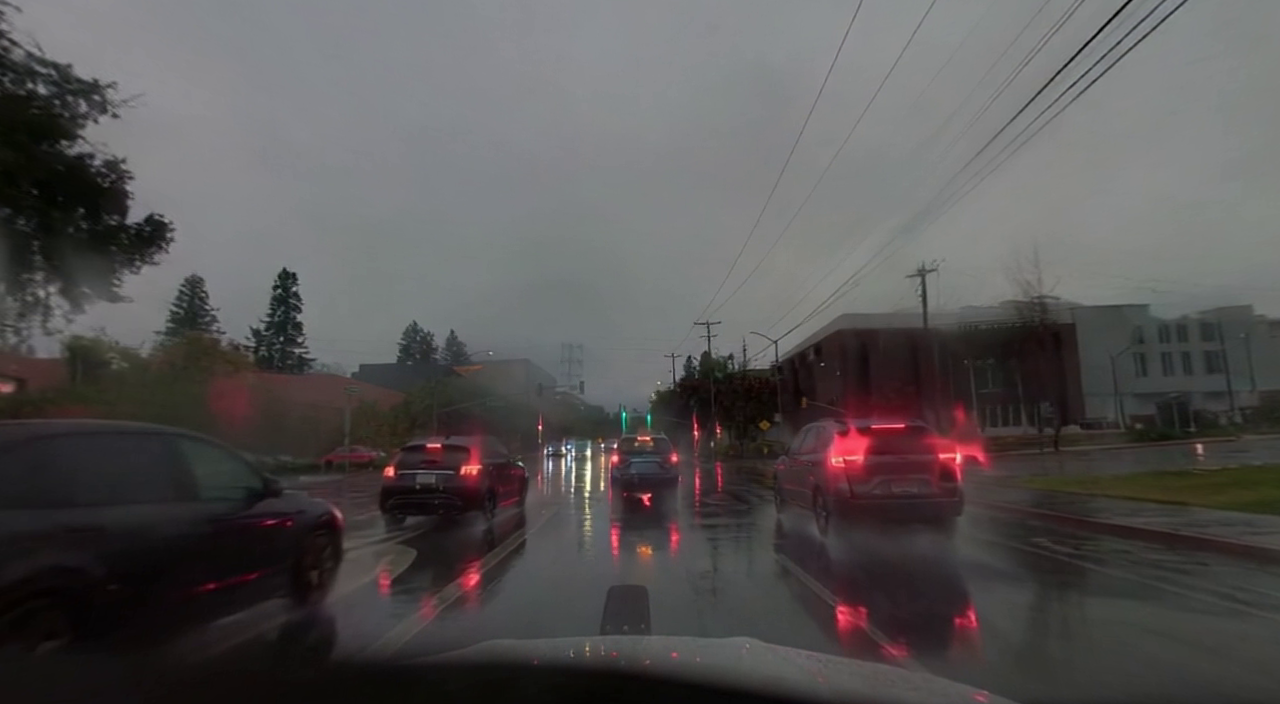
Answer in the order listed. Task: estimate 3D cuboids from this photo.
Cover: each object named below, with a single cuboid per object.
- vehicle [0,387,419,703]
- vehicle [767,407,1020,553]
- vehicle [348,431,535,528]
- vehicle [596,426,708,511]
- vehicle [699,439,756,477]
[{"bbox_3d":[-3.221,1.185,4.187,2.104,1.488,4.546,0,-8,-4],"label":"vehicle"},{"bbox_3d":[3.464,1.855,9.776,2.024,1.711,4.512,0,-8,0],"label":"vehicle"},{"bbox_3d":[-3.498,2.346,12.226,2.124,1.500,4.626,0,-8,0],"label":"vehicle"},{"bbox_3d":[0.219,2.611,14.538,2.200,1.653,4.127,0,-8,0],"label":"vehicle"},{"bbox_3d":[3.780,4.672,28.005,1.880,1.503,4.130,0,-8,-1],"label":"vehicle"}]
